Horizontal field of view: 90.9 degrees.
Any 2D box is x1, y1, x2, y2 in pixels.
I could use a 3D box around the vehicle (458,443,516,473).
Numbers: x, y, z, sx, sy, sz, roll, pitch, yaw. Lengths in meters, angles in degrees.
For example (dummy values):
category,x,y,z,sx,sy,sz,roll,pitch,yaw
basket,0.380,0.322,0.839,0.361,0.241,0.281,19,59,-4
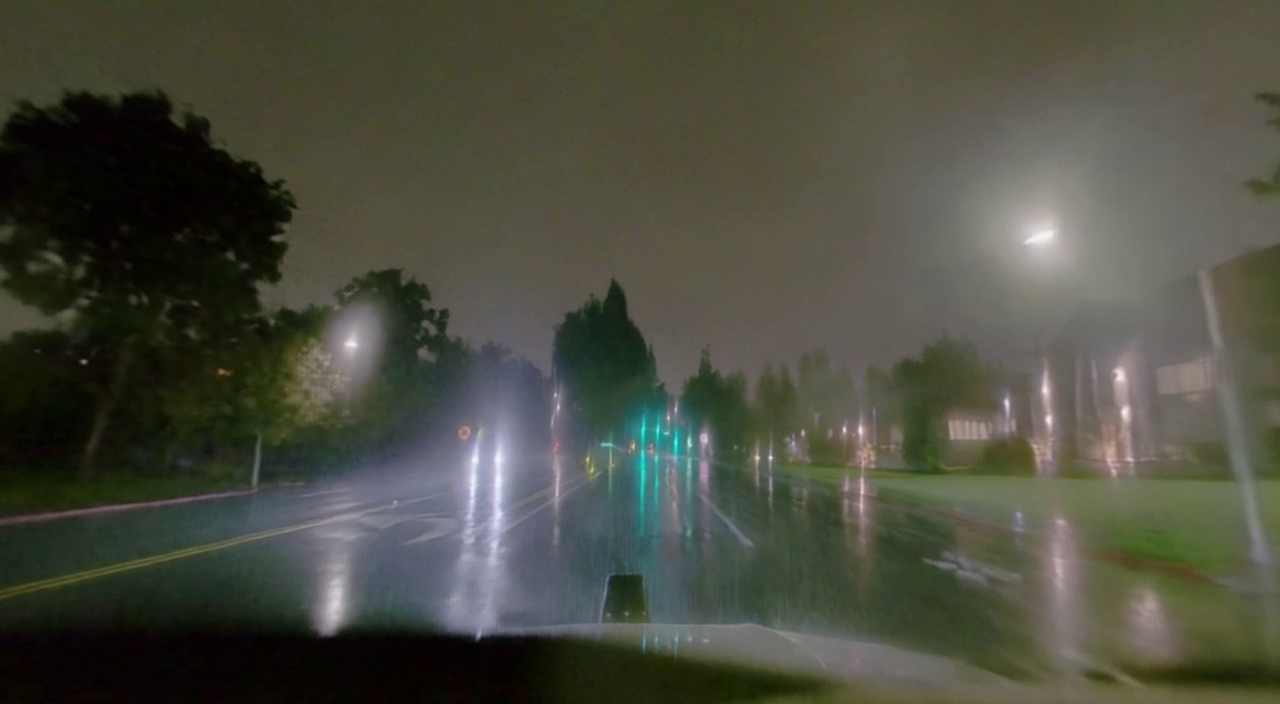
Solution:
category,x,y,z,sx,sy,sz,roll,pitch,yaw
vehicle,-8.303,5.777,34.559,2.044,1.548,4.284,0,-8,1
